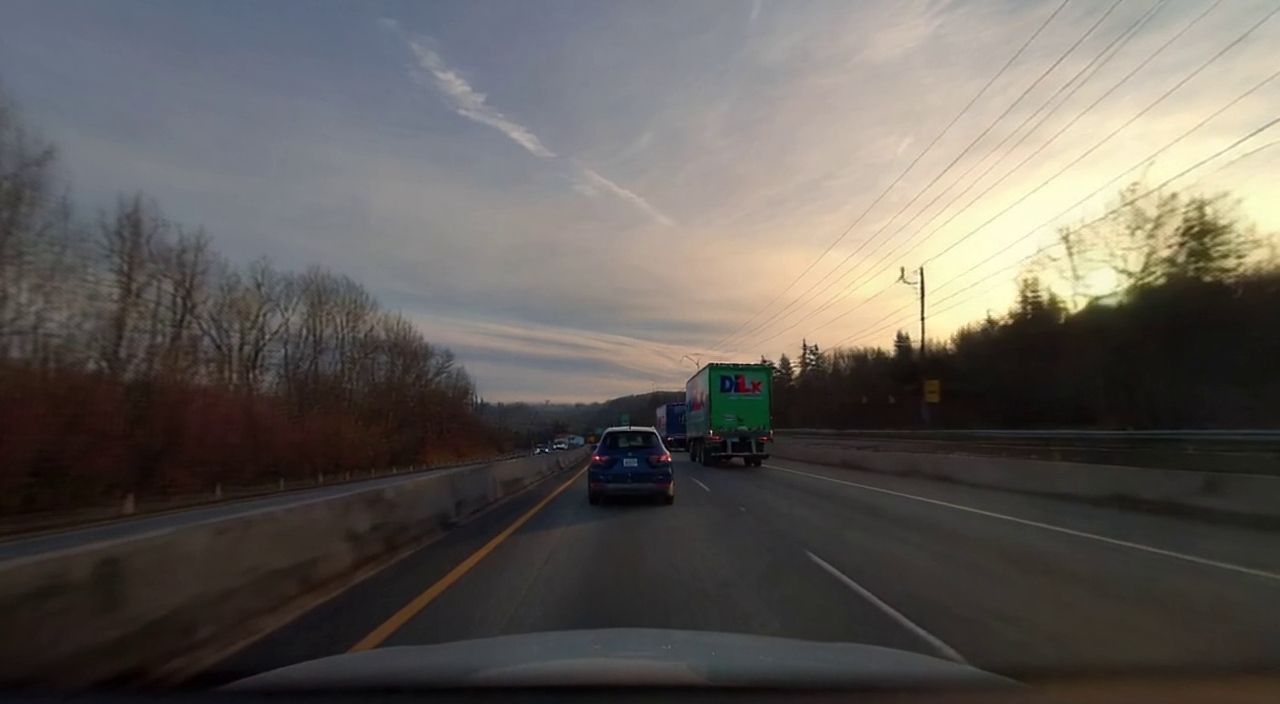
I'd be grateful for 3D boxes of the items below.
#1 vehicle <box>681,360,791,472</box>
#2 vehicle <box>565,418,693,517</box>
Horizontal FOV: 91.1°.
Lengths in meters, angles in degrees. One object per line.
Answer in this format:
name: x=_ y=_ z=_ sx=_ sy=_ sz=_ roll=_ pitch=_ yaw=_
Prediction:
vehicle: x=3.606 y=2.818 z=26.306 sx=2.835 sy=3.872 sz=8.916 roll=0 pitch=-8 yaw=-2
vehicle: x=-0.211 y=2.128 z=12.130 sx=2.062 sy=1.581 sz=3.914 roll=0 pitch=-8 yaw=-1
